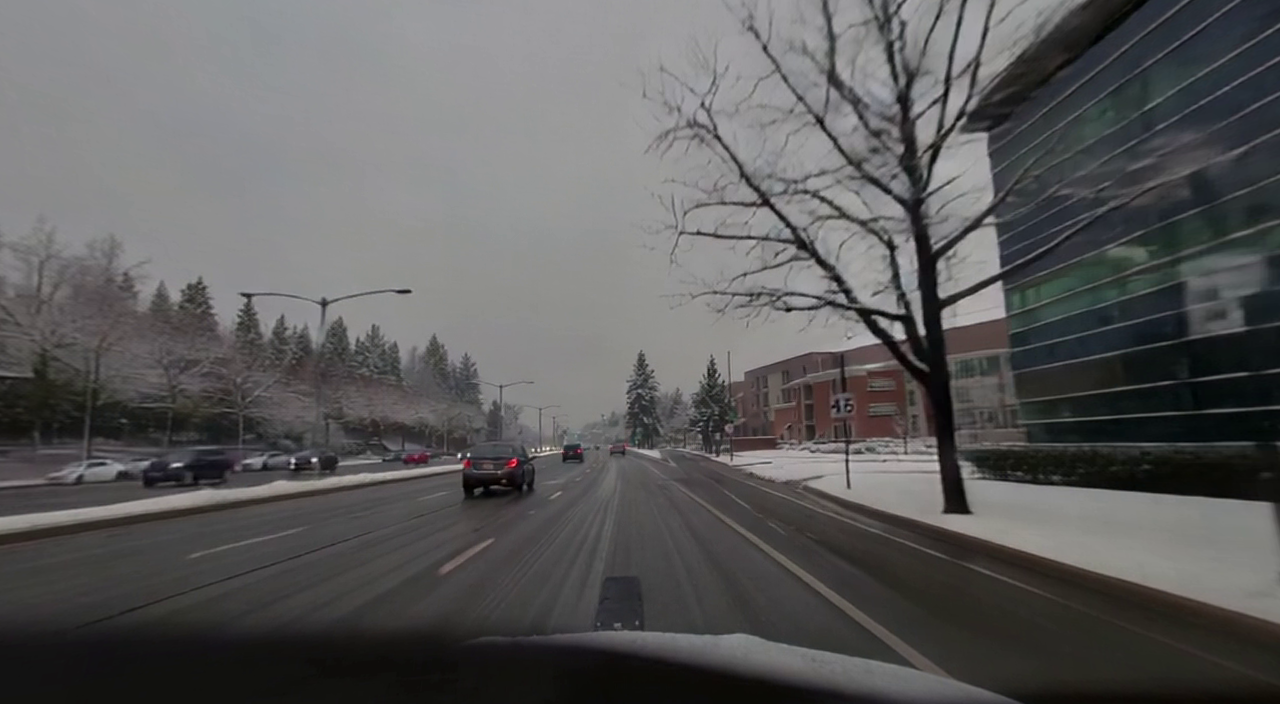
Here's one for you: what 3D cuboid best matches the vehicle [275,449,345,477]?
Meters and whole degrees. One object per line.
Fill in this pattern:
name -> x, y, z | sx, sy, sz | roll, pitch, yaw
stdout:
vehicle -> -20.178, 6.782, 38.806 | 2.159, 1.613, 3.873 | 0, -8, 1

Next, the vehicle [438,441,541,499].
vehicle -> -4.208, 3.350, 18.457 | 2.025, 1.474, 4.292 | 0, -8, -1

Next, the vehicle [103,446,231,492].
vehicle -> -19.996, 4.916, 27.006 | 1.963, 1.765, 4.595 | 0, -8, -1

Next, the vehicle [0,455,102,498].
vehicle -> -27.110, 5.486, 28.258 | 1.927, 1.645, 4.728 | 0, -8, -1
